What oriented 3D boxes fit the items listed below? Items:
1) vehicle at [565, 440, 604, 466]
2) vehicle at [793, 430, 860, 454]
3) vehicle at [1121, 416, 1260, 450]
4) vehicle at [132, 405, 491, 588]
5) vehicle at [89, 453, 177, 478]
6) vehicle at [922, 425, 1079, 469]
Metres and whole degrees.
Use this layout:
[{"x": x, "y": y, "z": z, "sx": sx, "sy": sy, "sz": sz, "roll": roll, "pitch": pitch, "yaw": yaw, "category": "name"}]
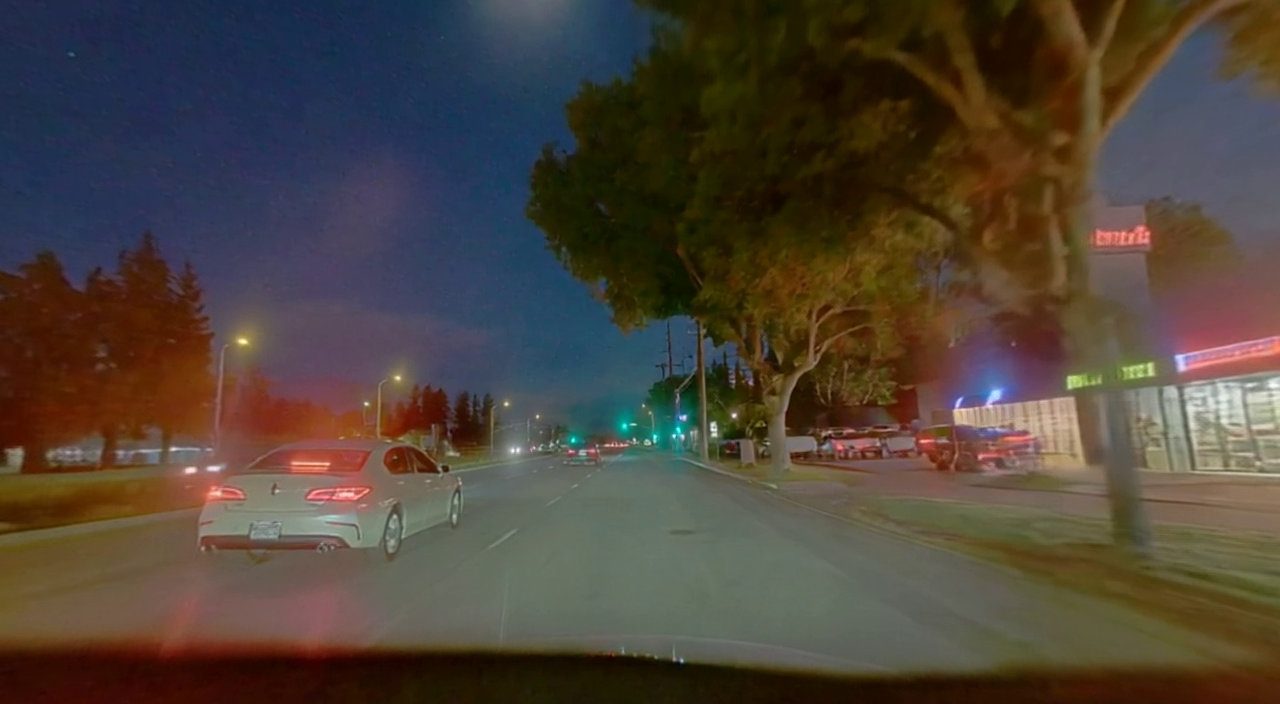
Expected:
[{"x": -3.262, "y": 6.045, "z": 37.964, "sx": 1.955, "sy": 1.461, "sz": 4.396, "roll": 0, "pitch": -9, "yaw": 0, "category": "vehicle"}, {"x": 13.468, "y": 6.554, "z": 45.806, "sx": 4.165, "sy": 1.650, "sz": 1.946, "roll": 0, "pitch": -9, "yaw": -2, "category": "vehicle"}, {"x": 26.369, "y": 3.921, "z": 30.366, "sx": 4.882, "sy": 1.568, "sz": 1.963, "roll": 0, "pitch": -9, "yaw": -3, "category": "vehicle"}, {"x": -3.550, "y": 1.672, "z": 8.127, "sx": 2.126, "sy": 1.655, "sz": 4.560, "roll": 0, "pitch": -9, "yaw": 0, "category": "vehicle"}, {"x": -34.154, "y": 7.650, "z": 42.761, "sx": 1.921, "sy": 1.506, "sz": 5.032, "roll": 0, "pitch": -9, "yaw": -2, "category": "vehicle"}, {"x": 13.511, "y": 3.612, "z": 23.898, "sx": 4.697, "sy": 1.518, "sz": 1.990, "roll": -1, "pitch": -9, "yaw": -1, "category": "vehicle"}]
